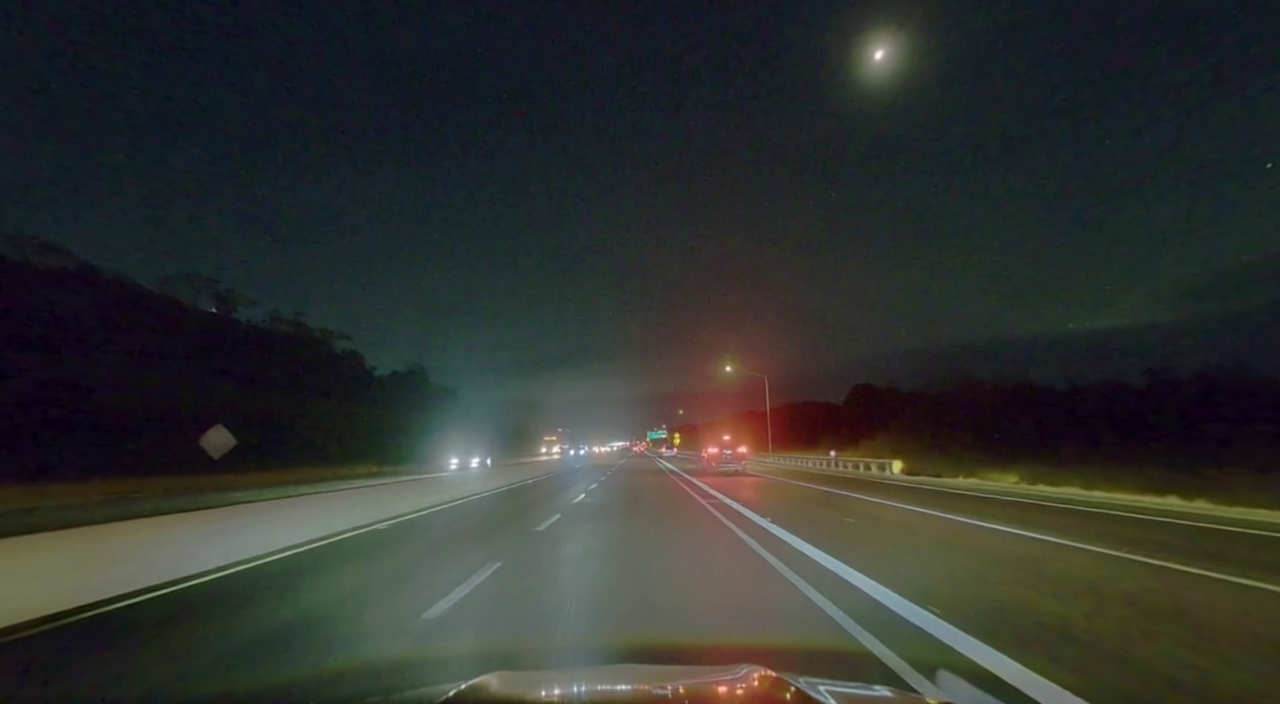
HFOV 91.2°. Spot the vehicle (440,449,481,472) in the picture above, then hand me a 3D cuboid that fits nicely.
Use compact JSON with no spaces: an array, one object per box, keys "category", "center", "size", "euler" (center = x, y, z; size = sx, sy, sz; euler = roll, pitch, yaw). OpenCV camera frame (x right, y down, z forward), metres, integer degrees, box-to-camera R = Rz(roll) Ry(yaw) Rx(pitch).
[{"category":"vehicle","center":[-13.004,7.871,45.661],"size":[1.817,1.546,3.767],"euler":[0,-9,0]}]

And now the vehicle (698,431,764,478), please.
[{"category":"vehicle","center":[3.988,4.619,28.471],"size":[2.177,1.914,5.245],"euler":[0,-9,0]}]
